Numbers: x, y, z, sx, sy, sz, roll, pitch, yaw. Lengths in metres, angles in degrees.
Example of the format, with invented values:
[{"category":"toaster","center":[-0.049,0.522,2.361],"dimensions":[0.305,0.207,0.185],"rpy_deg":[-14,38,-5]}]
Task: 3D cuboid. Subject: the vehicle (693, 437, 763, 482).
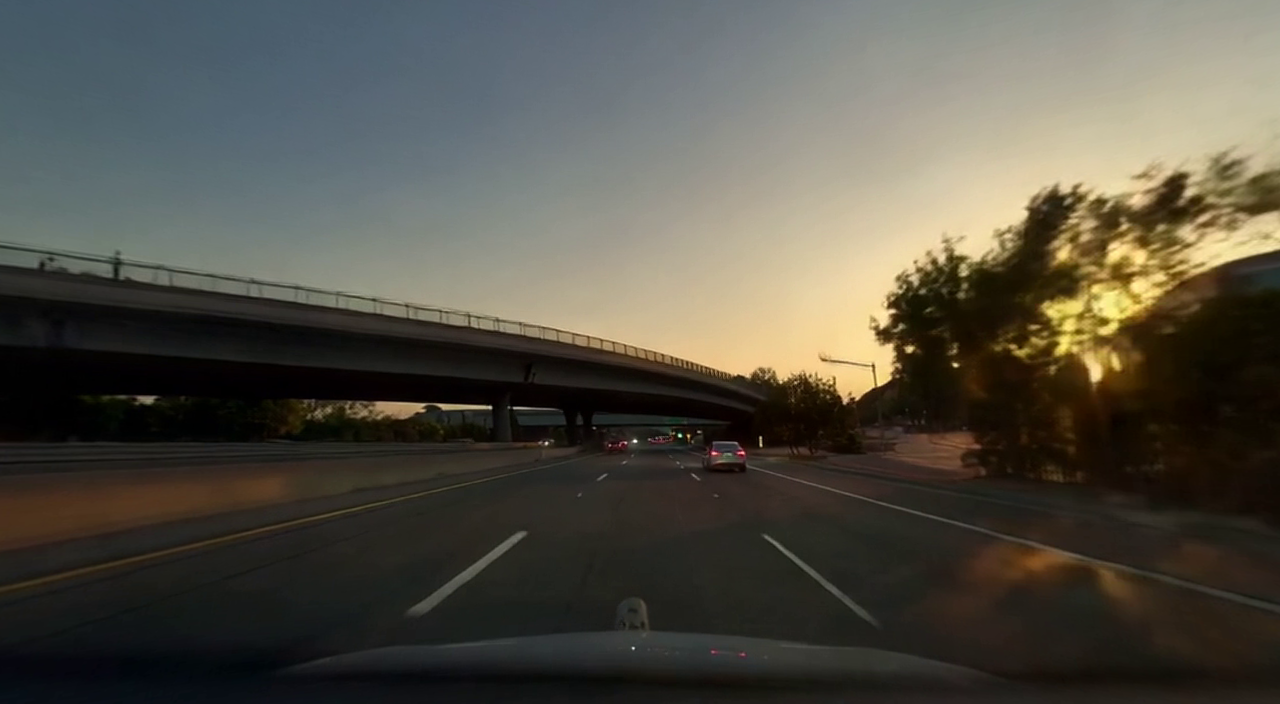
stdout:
[{"category":"vehicle","center":[3.359,4.221,25.082],"dimensions":[2.085,1.594,4.848],"rpy_deg":[0,-9,0]}]
